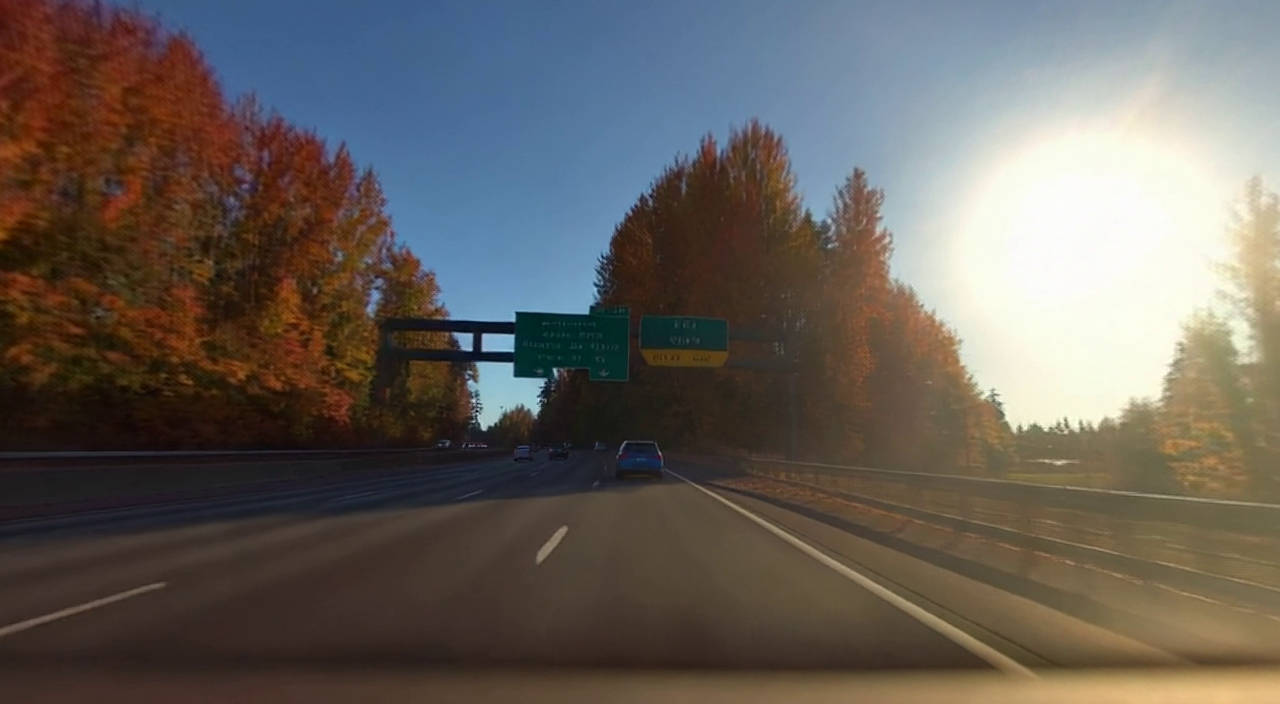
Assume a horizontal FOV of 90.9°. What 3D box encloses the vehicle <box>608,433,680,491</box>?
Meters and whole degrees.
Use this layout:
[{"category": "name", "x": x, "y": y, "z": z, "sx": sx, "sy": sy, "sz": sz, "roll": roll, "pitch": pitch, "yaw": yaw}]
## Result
[{"category": "vehicle", "x": 0.022, "y": 3.576, "z": 20.857, "sx": 2.120, "sy": 1.706, "sz": 4.226, "roll": 0, "pitch": -8, "yaw": -3}]
